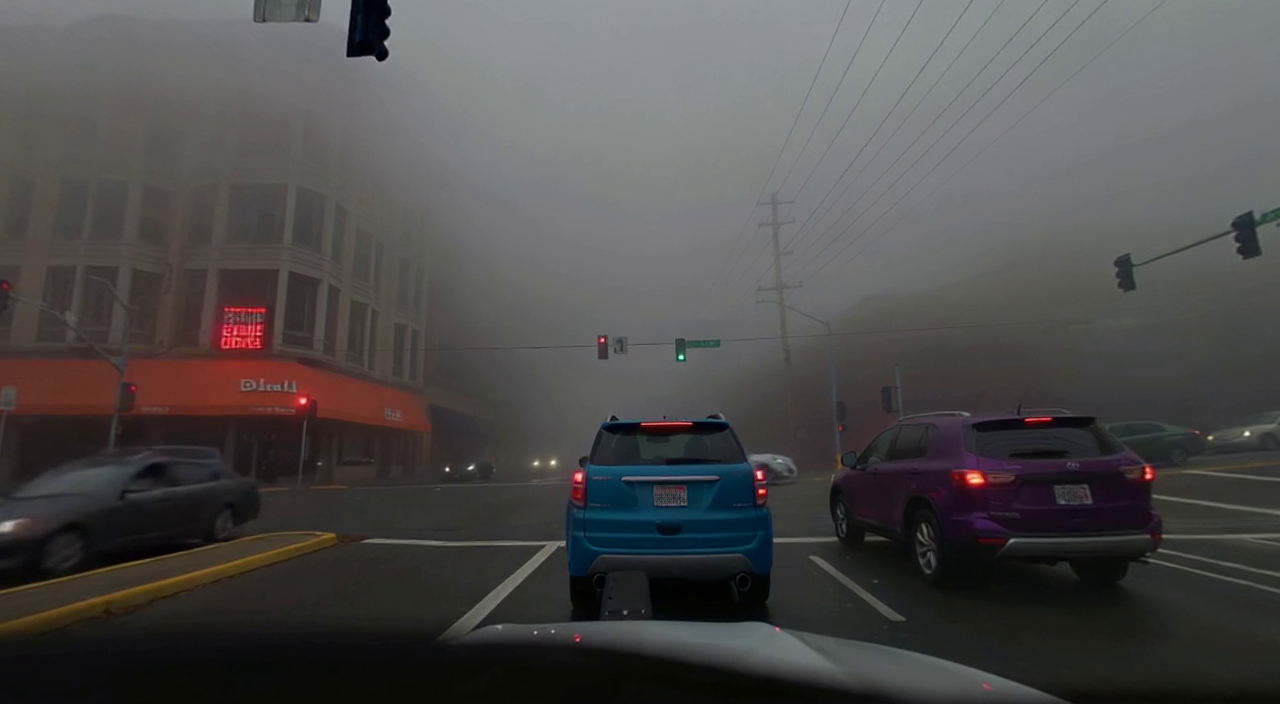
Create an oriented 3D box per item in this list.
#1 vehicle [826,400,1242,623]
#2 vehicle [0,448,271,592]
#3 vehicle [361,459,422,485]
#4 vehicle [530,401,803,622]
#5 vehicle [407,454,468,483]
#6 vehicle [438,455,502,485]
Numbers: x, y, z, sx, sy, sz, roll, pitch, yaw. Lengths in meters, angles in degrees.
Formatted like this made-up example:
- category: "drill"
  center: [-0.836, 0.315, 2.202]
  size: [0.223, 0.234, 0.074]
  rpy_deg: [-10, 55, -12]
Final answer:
- category: "vehicle"
  center: [3.607, 1.516, 6.953]
  size: [1.976, 1.664, 4.189]
  rpy_deg: [-1, -8, 2]
- category: "vehicle"
  center: [-7.524, 2.098, 8.833]
  size: [1.924, 1.453, 4.343]
  rpy_deg: [-1, -8, 3]
- category: "vehicle"
  center: [-16.243, 7.845, 41.443]
  size: [1.872, 1.433, 4.404]
  rpy_deg: [-1, -8, 6]
- category: "vehicle"
  center: [0.256, 1.509, 6.828]
  size: [2.098, 1.682, 3.778]
  rpy_deg: [0, -8, 2]
- category: "vehicle"
  center: [-12.845, 7.399, 40.383]
  size: [1.943, 1.680, 4.709]
  rpy_deg: [-1, -8, 6]
- category: "vehicle"
  center: [-9.392, 6.559, 35.352]
  size: [1.911, 1.461, 4.691]
  rpy_deg: [-1, -8, 5]
